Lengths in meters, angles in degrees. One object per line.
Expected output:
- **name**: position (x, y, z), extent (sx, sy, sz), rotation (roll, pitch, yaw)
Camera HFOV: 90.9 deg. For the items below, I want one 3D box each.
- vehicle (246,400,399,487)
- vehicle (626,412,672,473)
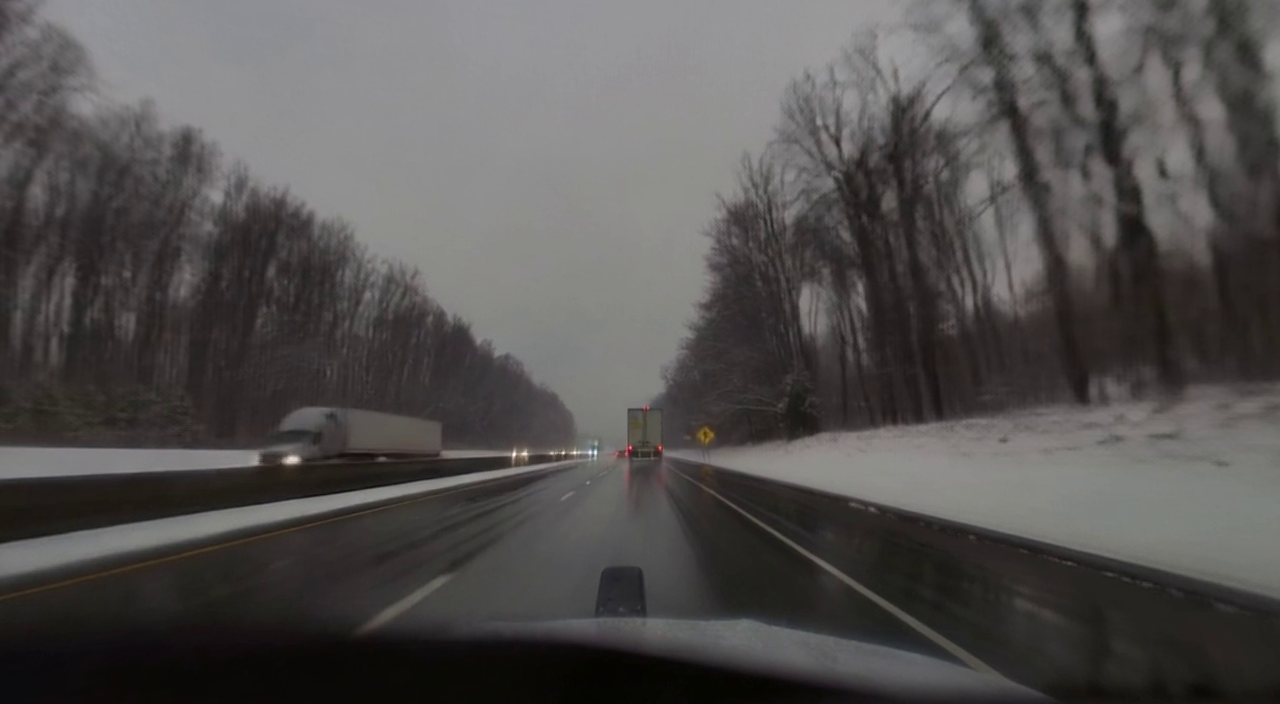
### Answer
- **vehicle**: position (-16.859, 5.088, 34.751), extent (2.940, 4.033, 10.221), rotation (0, -9, 1)
- **vehicle**: position (0.591, 6.772, 46.706), extent (3.024, 3.965, 10.399), rotation (0, -9, 0)
